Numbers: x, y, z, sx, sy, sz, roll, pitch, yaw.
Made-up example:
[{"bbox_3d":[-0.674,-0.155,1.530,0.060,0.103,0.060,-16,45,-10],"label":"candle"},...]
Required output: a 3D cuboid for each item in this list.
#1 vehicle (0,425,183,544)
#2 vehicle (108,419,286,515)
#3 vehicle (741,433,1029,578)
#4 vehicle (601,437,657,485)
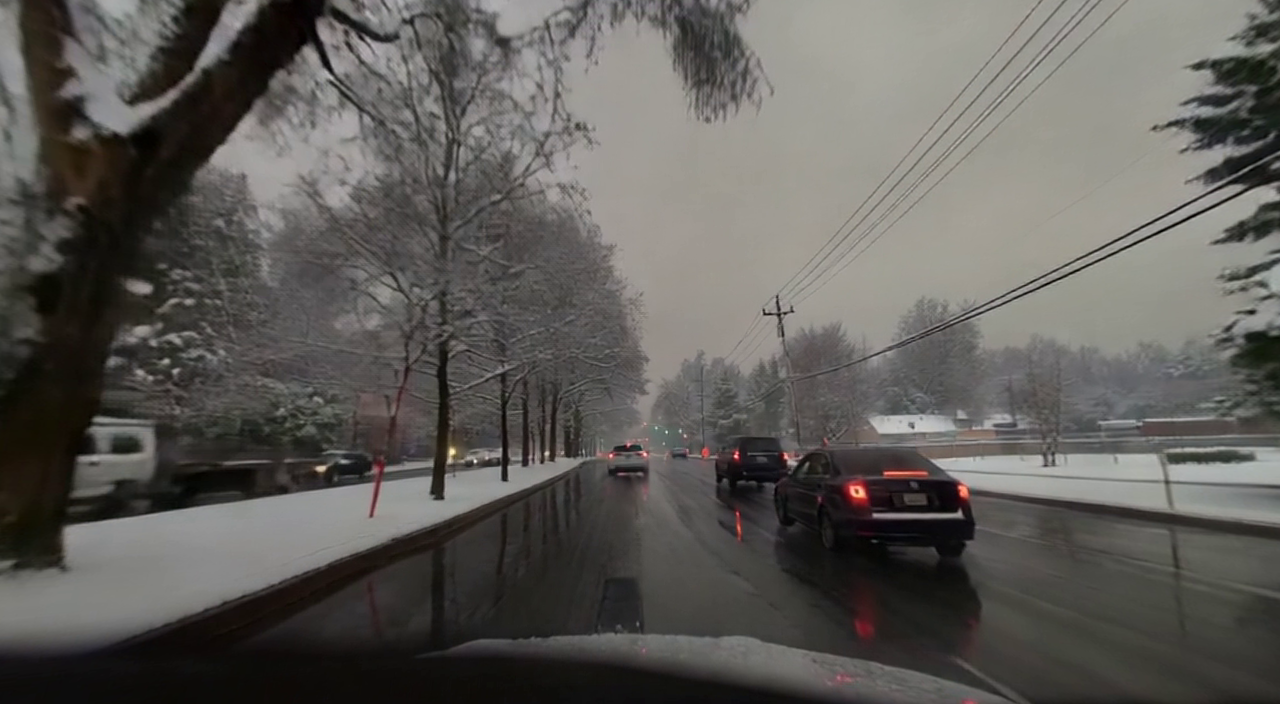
[{"bbox_3d":[-12.515,2.573,12.712,2.223,2.091,6.044,-1,-8,-1],"label":"vehicle"},{"bbox_3d":[-12.495,3.227,18.201,2.254,2.412,3.760,-1,-8,1],"label":"vehicle"},{"bbox_3d":[2.927,1.918,8.894,1.977,1.460,4.565,0,-8,-4],"label":"vehicle"},{"bbox_3d":[-0.418,4.322,25.352,2.050,1.745,3.915,-1,-8,0],"label":"vehicle"}]
